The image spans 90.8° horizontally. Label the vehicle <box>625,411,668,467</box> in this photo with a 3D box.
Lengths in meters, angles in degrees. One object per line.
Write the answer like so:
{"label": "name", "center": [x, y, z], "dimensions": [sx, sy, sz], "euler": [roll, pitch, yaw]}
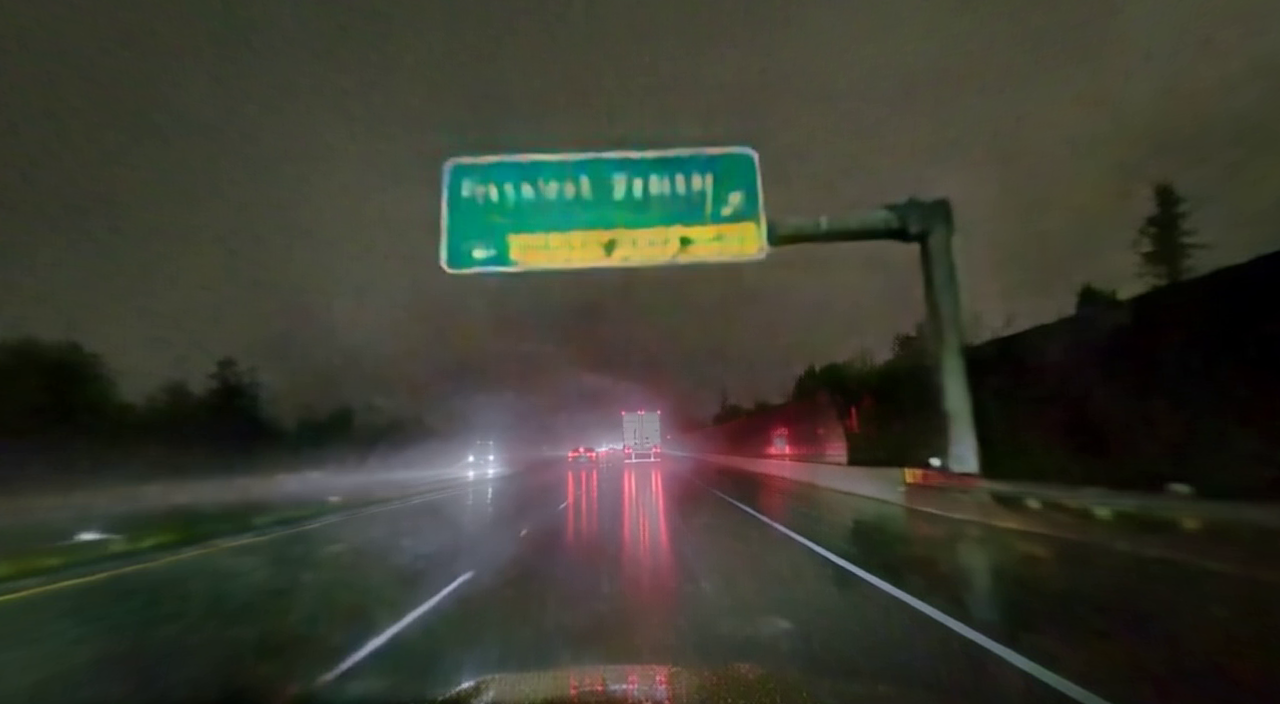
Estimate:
{"label": "vehicle", "center": [0.318, 6.717, 48.168], "dimensions": [2.864, 3.805, 9.500], "euler": [0, -9, -2]}

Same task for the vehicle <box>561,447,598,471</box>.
{"label": "vehicle", "center": [-4.047, 7.245, 42.904], "dimensions": [2.053, 1.523, 4.450], "euler": [0, -9, 0]}
